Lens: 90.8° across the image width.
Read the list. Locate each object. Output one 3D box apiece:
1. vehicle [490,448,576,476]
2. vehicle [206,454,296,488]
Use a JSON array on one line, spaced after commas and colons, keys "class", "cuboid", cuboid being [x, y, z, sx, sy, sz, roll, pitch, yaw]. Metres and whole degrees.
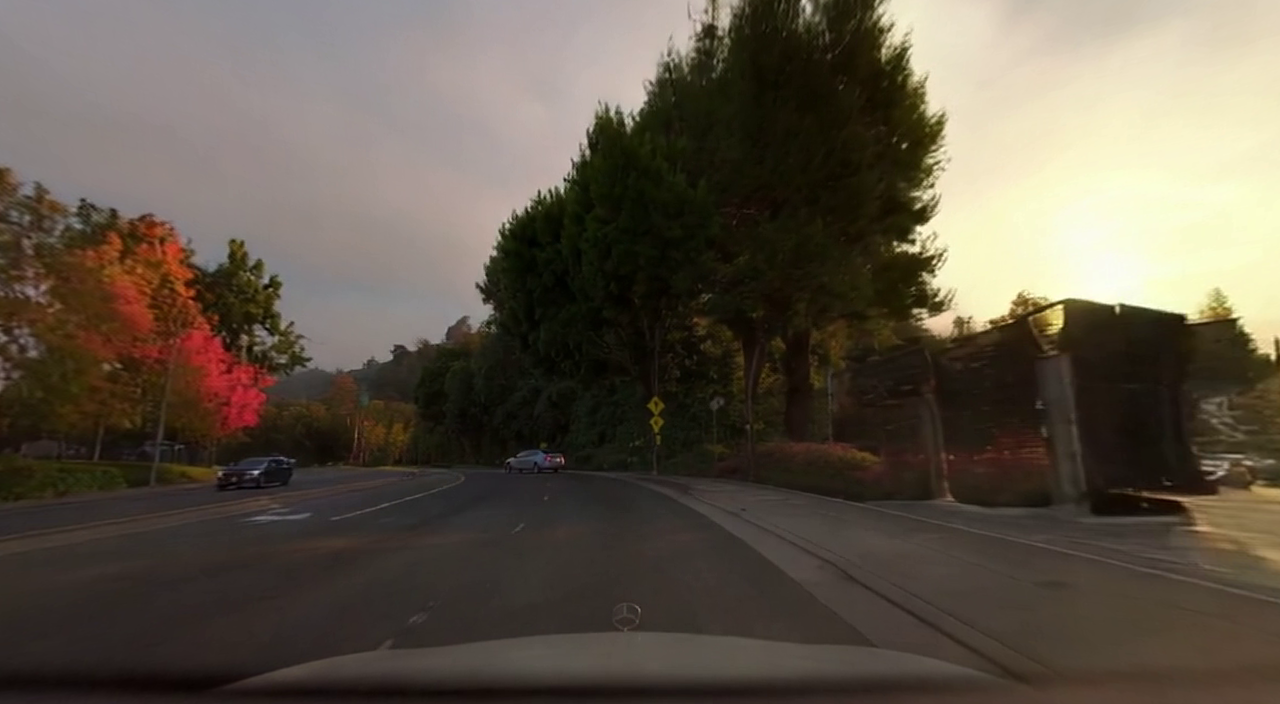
[{"class": "vehicle", "cuboid": [-7.868, 8.046, 46.696, 5.848, 1.924, 2.196, 5, -10, -28]}, {"class": "vehicle", "cuboid": [-19.020, 5.796, 31.156, 1.942, 1.470, 4.566, 1, -9, -7]}]
